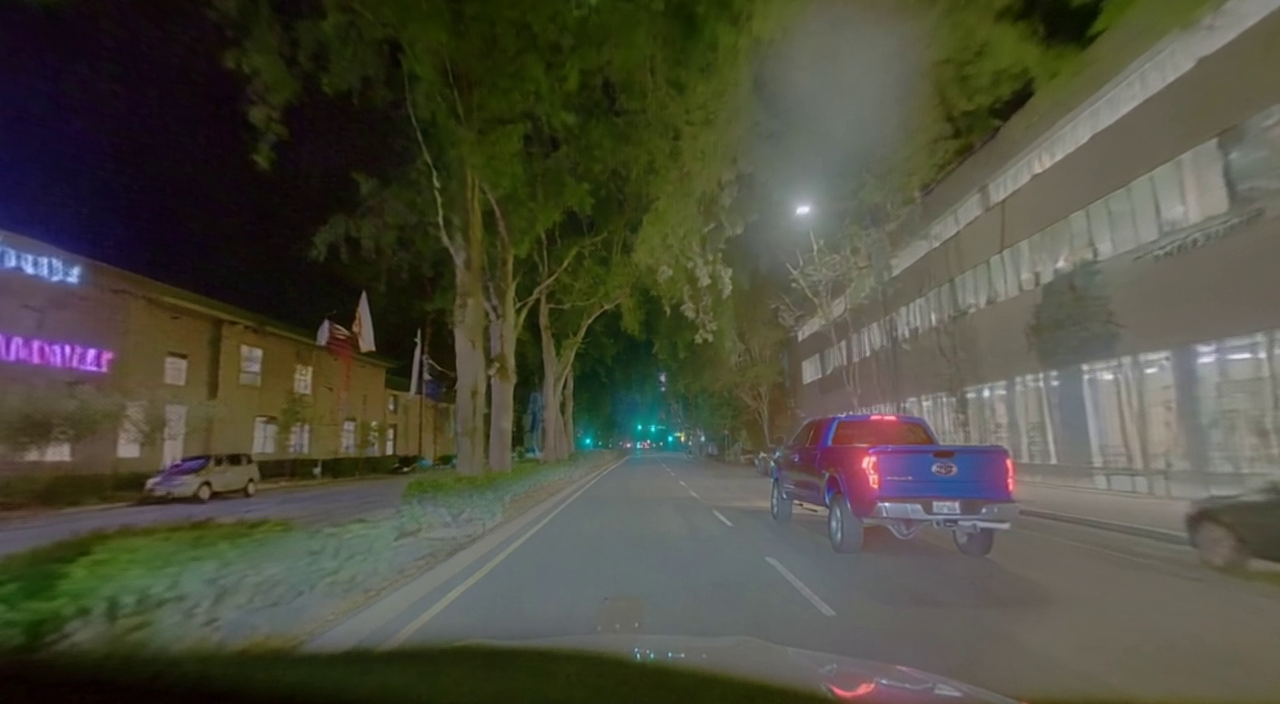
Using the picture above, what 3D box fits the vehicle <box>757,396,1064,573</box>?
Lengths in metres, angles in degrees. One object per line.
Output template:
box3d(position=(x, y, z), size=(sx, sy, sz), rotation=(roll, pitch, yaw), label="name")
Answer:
box3d(position=(3.325, 1.781, 9.312), size=(2.085, 1.828, 5.383), rotation=(0, -8, -1), label="vehicle")

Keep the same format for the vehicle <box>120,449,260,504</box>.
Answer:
box3d(position=(-15.951, 4.376, 22.675), size=(1.913, 1.734, 4.357), rotation=(0, -8, -2), label="vehicle")

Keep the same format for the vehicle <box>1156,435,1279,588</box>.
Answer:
box3d(position=(7.561, 1.515, 5.597), size=(2.076, 1.536, 4.423), rotation=(1, -8, -2), label="vehicle")

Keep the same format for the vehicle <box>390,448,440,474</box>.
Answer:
box3d(position=(-16.023, 7.771, 45.072), size=(1.919, 1.616, 4.723), rotation=(-2, -8, -1), label="vehicle")

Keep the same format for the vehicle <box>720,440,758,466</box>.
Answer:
box3d(position=(7.431, 7.640, 47.825), size=(1.961, 1.840, 5.264), rotation=(0, -8, -1), label="vehicle")
